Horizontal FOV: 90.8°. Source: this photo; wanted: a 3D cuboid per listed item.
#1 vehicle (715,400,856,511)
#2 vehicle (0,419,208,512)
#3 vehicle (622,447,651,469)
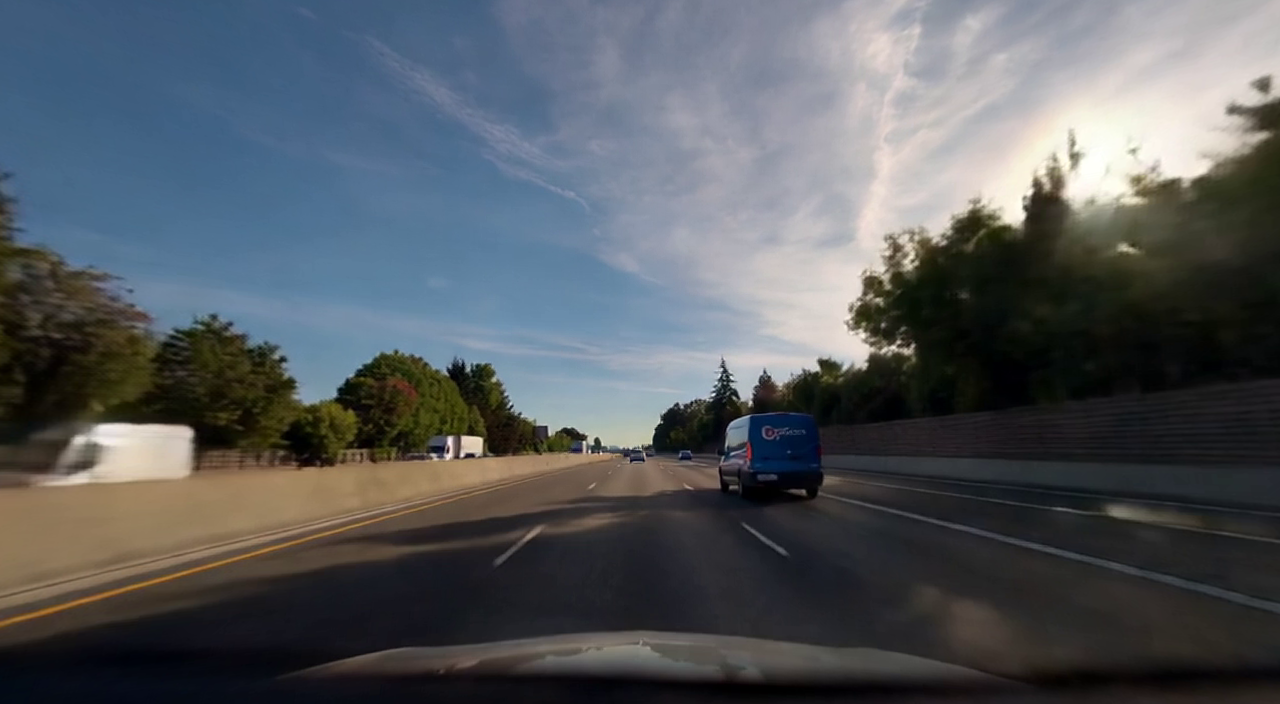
[{"bbox_3d":[3.731,2.863,17.686,2.373,2.561,5.922,0,-9,-1],"label":"vehicle"},{"bbox_3d":[-15.550,3.173,18.054,2.275,2.221,5.772,0,-9,0],"label":"vehicle"},{"bbox_3d":[-0.266,8.228,49.086,2.168,1.653,4.307,0,-9,0],"label":"vehicle"}]
